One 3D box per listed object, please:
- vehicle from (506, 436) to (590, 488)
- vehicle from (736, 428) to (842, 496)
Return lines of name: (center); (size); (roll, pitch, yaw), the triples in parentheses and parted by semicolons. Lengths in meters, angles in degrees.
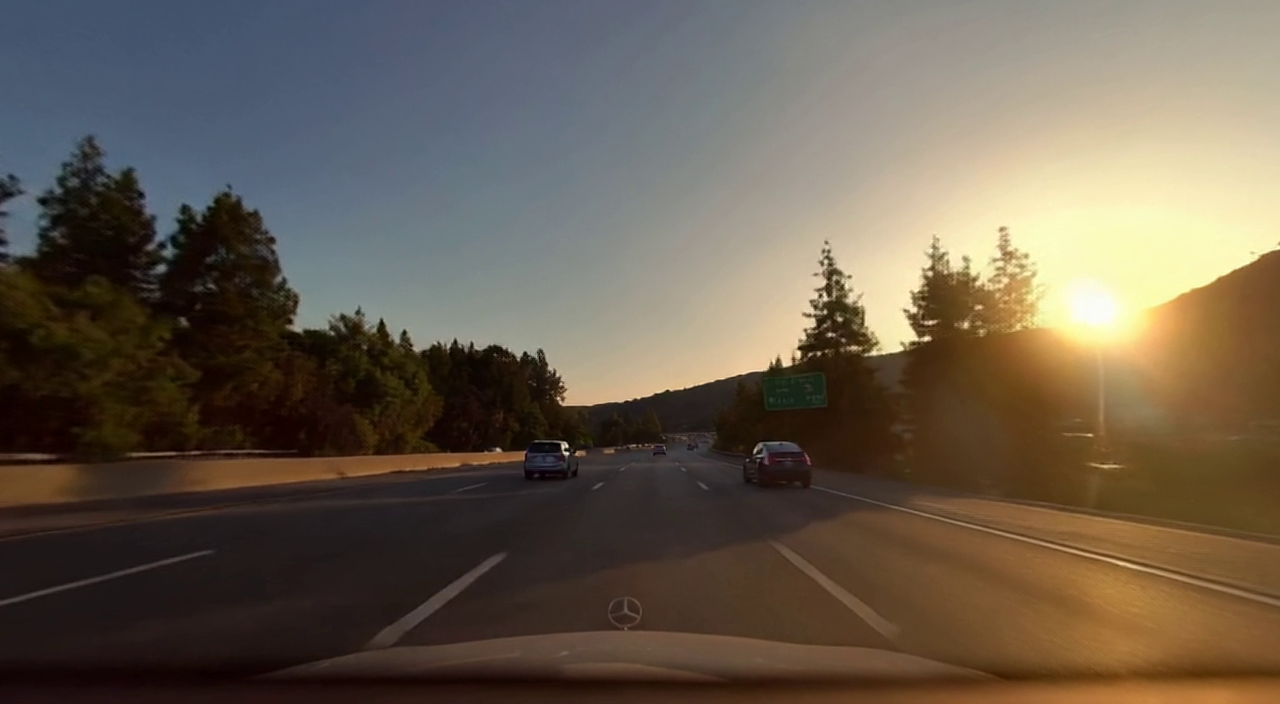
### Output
vehicle: (-3.085, 3.808, 22.006); (2.166, 1.608, 4.297); (0, -9, 2)
vehicle: (4.332, 3.292, 19.129); (2.149, 1.796, 4.487); (0, -9, 0)
